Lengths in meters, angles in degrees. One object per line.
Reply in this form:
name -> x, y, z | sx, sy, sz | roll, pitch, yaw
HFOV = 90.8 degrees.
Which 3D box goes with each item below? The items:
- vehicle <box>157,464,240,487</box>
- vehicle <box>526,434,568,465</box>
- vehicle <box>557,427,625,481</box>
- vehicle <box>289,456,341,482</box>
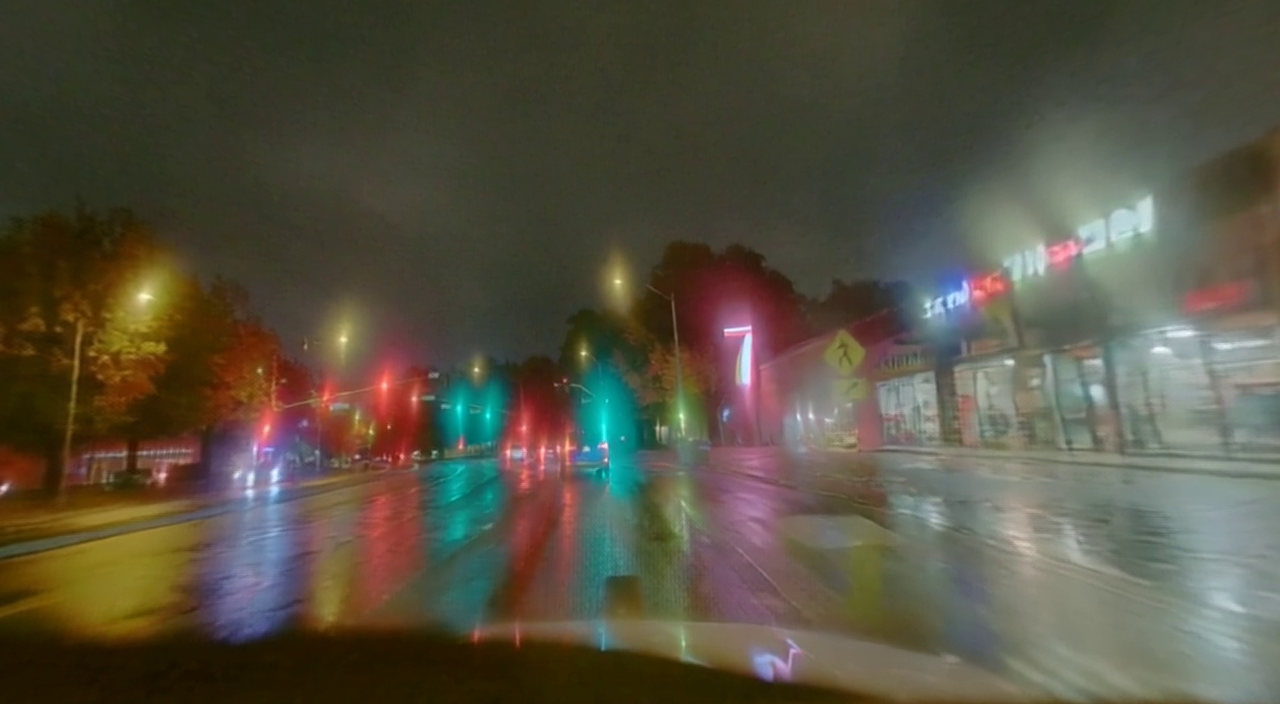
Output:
vehicle -> -34.199, 9.605, 49.128 | 4.804, 1.544, 2.244 | 3, -9, -23
vehicle -> -6.337, 6.552, 42.610 | 2.067, 1.947, 4.628 | 2, -9, -18
vehicle -> -1.856, 3.616, 22.664 | 2.227, 1.733, 3.930 | 1, -8, -7
vehicle -> -21.501, 7.697, 41.970 | 2.071, 1.506, 4.604 | 2, -9, -16
